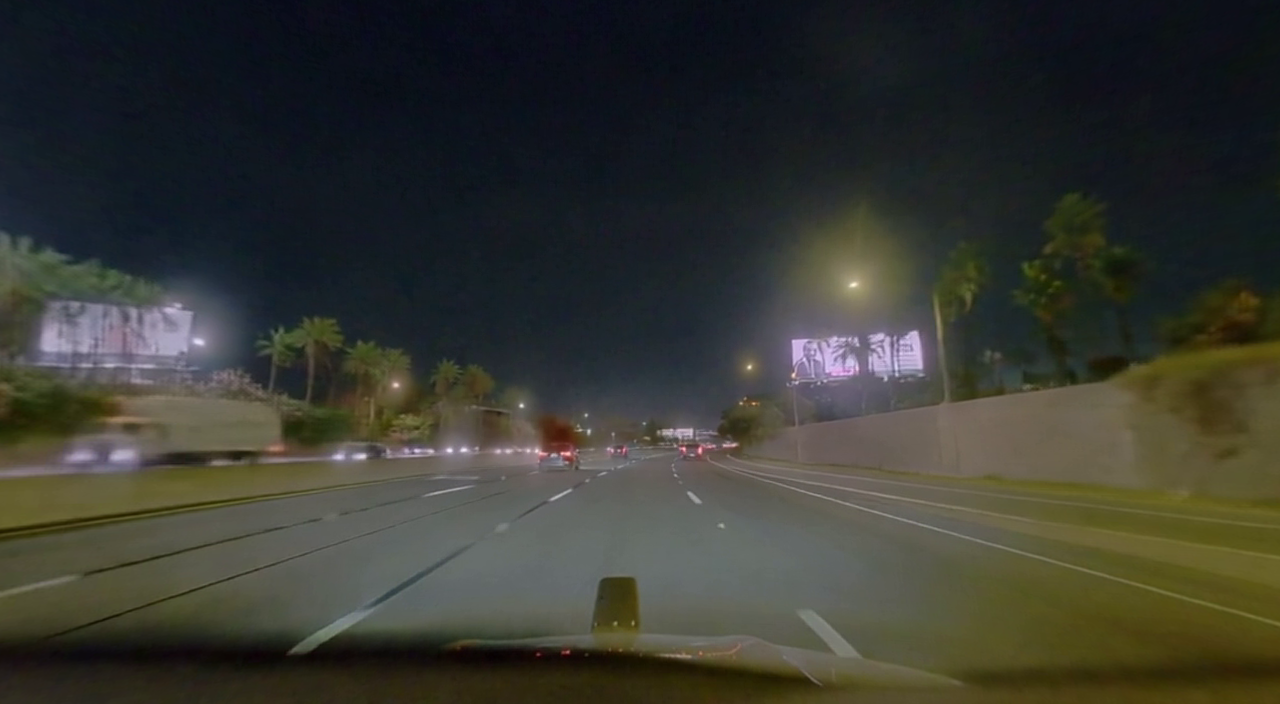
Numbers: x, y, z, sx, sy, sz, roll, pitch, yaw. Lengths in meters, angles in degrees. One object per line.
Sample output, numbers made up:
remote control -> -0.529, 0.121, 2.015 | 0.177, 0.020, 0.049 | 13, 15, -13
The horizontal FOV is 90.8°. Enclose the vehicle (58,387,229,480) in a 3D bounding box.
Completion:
vehicle -> -22.029, 3.725, 28.525 | 3.019, 3.782, 5.349 | -1, -8, 3

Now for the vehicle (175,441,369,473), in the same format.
vehicle -> -21.664, 6.376, 39.170 | 2.748, 1.569, 15.088 | 0, -8, 2

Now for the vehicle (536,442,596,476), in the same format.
vehicle -> -3.393, 5.017, 29.967 | 2.078, 1.457, 4.648 | -1, -8, 3
